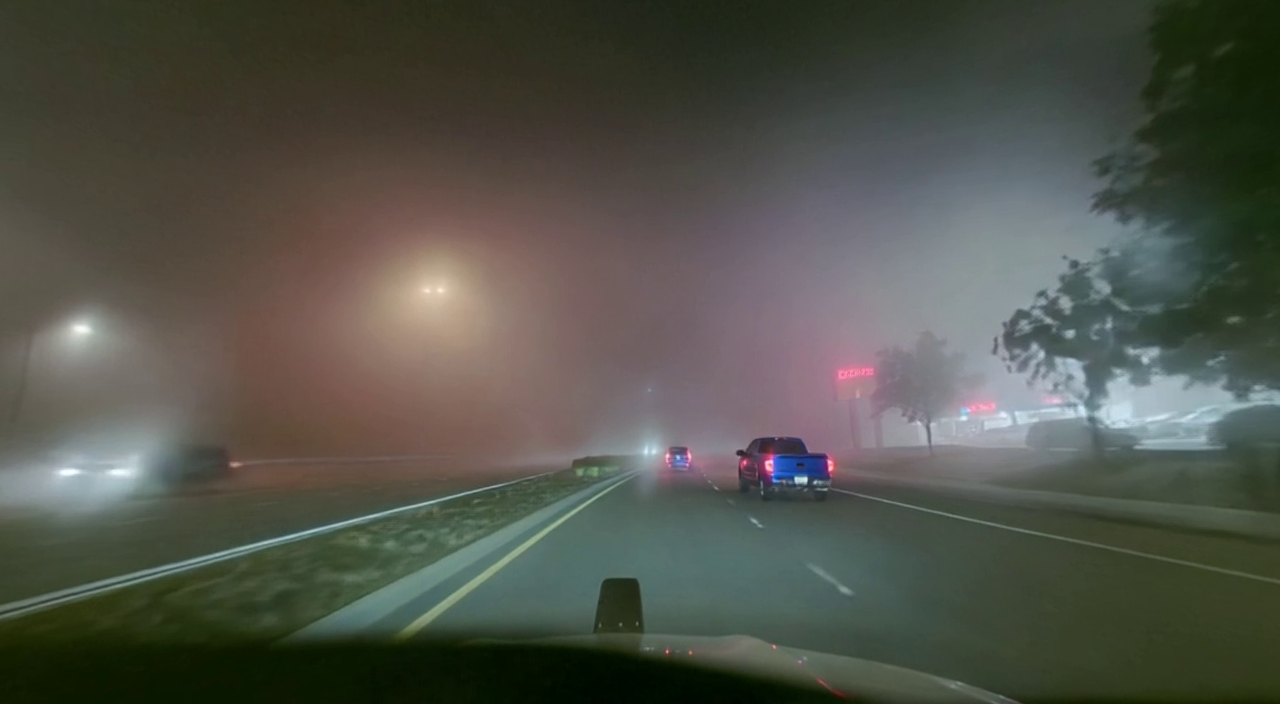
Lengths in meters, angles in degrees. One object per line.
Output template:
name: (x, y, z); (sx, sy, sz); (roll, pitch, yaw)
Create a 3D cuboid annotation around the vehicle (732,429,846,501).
vehicle: (4.461, 3.514, 19.973); (2.367, 1.919, 5.651); (0, -9, 2)

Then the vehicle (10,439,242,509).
vehicle: (-13.102, 3.126, 16.574); (2.008, 1.553, 4.642); (0, -9, 3)

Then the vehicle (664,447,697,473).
vehicle: (2.604, 6.804, 39.877); (1.968, 1.521, 4.262); (-1, -9, 4)
